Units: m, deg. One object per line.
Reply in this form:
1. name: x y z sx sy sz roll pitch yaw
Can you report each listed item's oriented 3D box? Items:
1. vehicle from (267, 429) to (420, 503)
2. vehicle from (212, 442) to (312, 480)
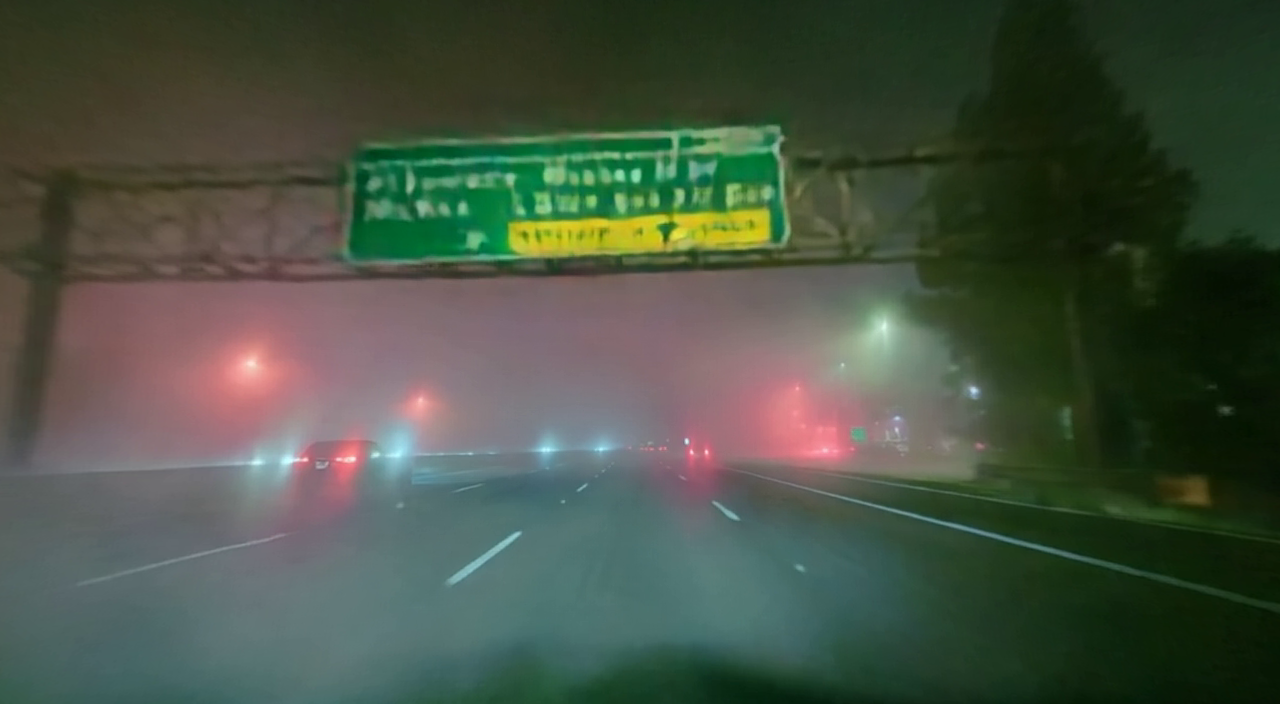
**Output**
1. vehicle: -7.796 3.019 17.184 2.089 1.724 4.327 0 -8 -1
2. vehicle: -17.295 4.956 29.193 1.824 1.580 4.407 0 -8 0
